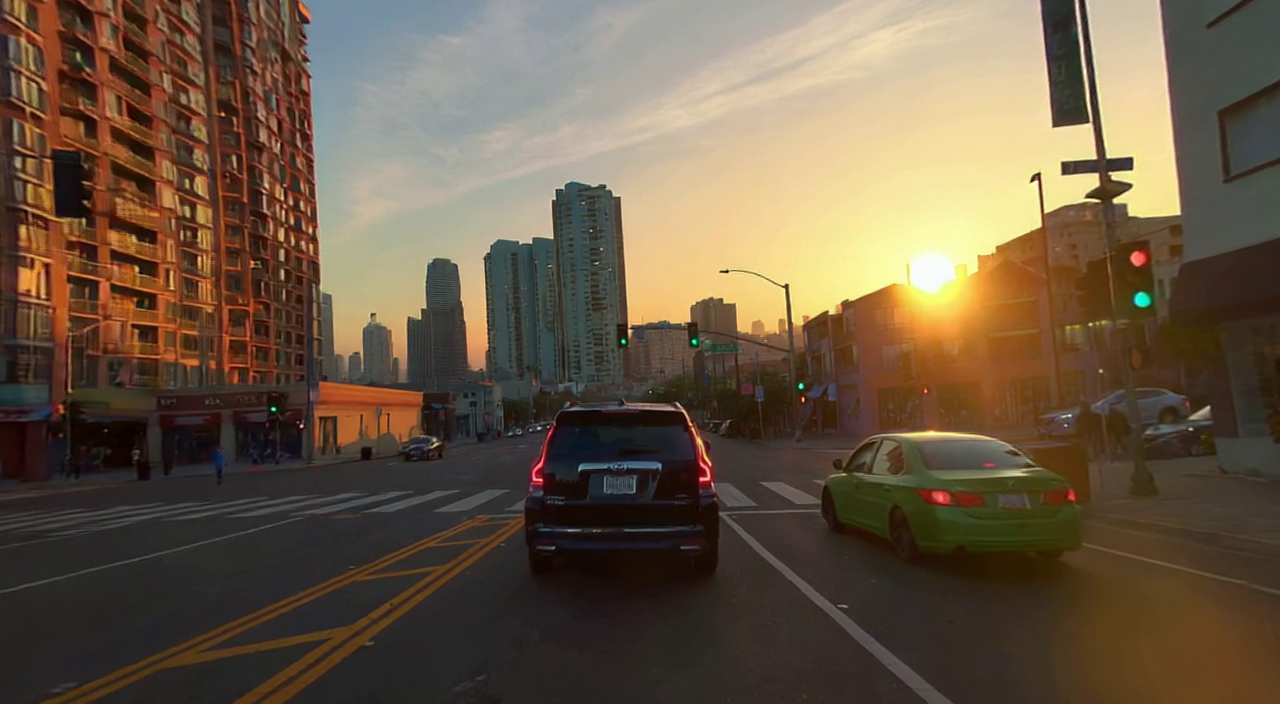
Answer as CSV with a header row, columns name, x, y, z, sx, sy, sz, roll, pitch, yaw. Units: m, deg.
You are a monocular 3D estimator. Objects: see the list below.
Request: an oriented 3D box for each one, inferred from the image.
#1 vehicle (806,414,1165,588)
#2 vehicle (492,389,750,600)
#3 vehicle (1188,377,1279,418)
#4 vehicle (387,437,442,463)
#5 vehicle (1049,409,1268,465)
name,x,y,z,sx,sy,sz,roll,pitch,yaw
vehicle,3.696,1.672,7.979,1.987,1.538,4.510,0,-8,0
vehicle,-0.151,1.508,7.475,2.168,1.776,4.135,0,-8,0
vehicle,26.562,1.979,27.154,4.287,1.639,1.729,0,-8,1
vehicle,-16.114,7.018,45.353,2.132,1.710,4.504,0,-8,2
vehicle,14.267,2.378,17.601,4.354,1.466,1.863,0,-8,2
